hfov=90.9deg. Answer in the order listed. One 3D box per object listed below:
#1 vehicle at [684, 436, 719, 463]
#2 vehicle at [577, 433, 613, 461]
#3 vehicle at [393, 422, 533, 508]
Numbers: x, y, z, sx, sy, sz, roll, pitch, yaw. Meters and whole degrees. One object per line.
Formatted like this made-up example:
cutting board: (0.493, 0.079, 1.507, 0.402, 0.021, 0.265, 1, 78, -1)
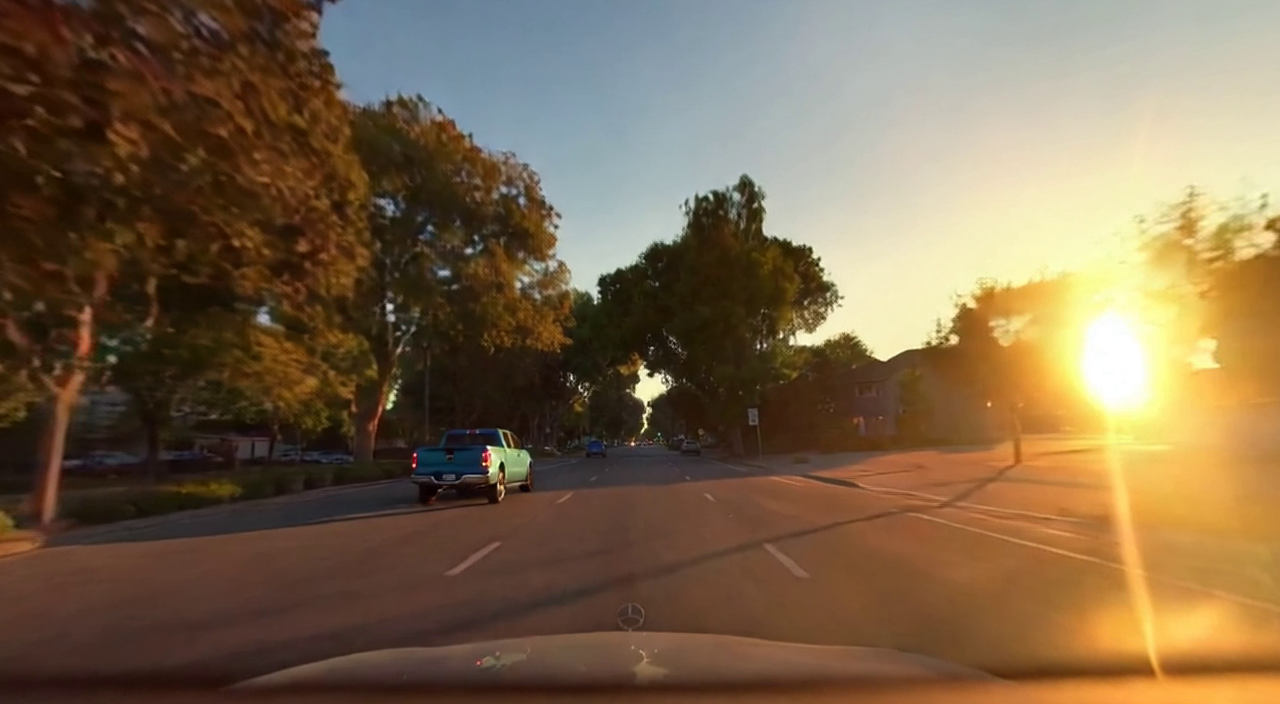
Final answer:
vehicle: (4.140, 6.661, 42.994, 2.016, 1.736, 4.356, 0, -8, 1)
vehicle: (-3.347, 7.168, 47.685, 2.230, 1.987, 4.385, 0, -8, 2)
vehicle: (-4.062, 2.685, 15.422, 2.002, 1.747, 4.728, 0, -8, 0)
